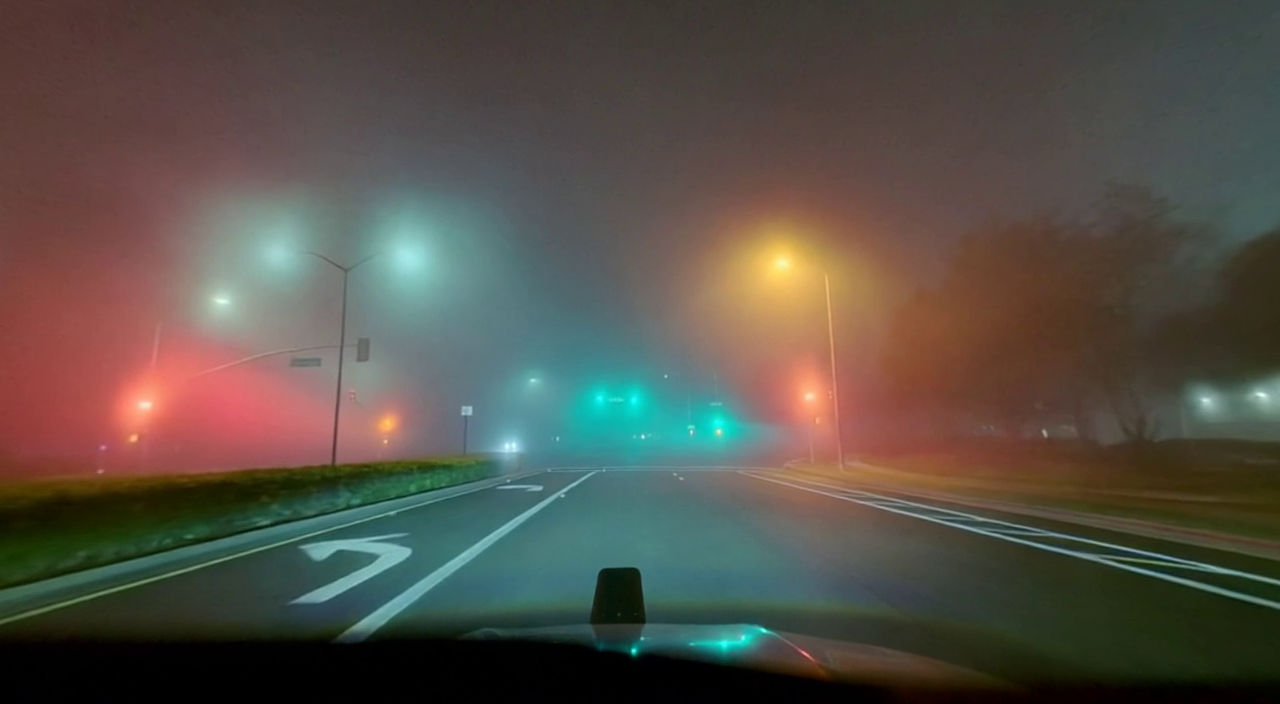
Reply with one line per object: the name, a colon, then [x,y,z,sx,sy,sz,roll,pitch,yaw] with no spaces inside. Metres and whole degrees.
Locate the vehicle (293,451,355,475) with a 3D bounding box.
vehicle: [-21.885,7.685,43.952,1.864,1.470,4.642,-1,-8,0]
